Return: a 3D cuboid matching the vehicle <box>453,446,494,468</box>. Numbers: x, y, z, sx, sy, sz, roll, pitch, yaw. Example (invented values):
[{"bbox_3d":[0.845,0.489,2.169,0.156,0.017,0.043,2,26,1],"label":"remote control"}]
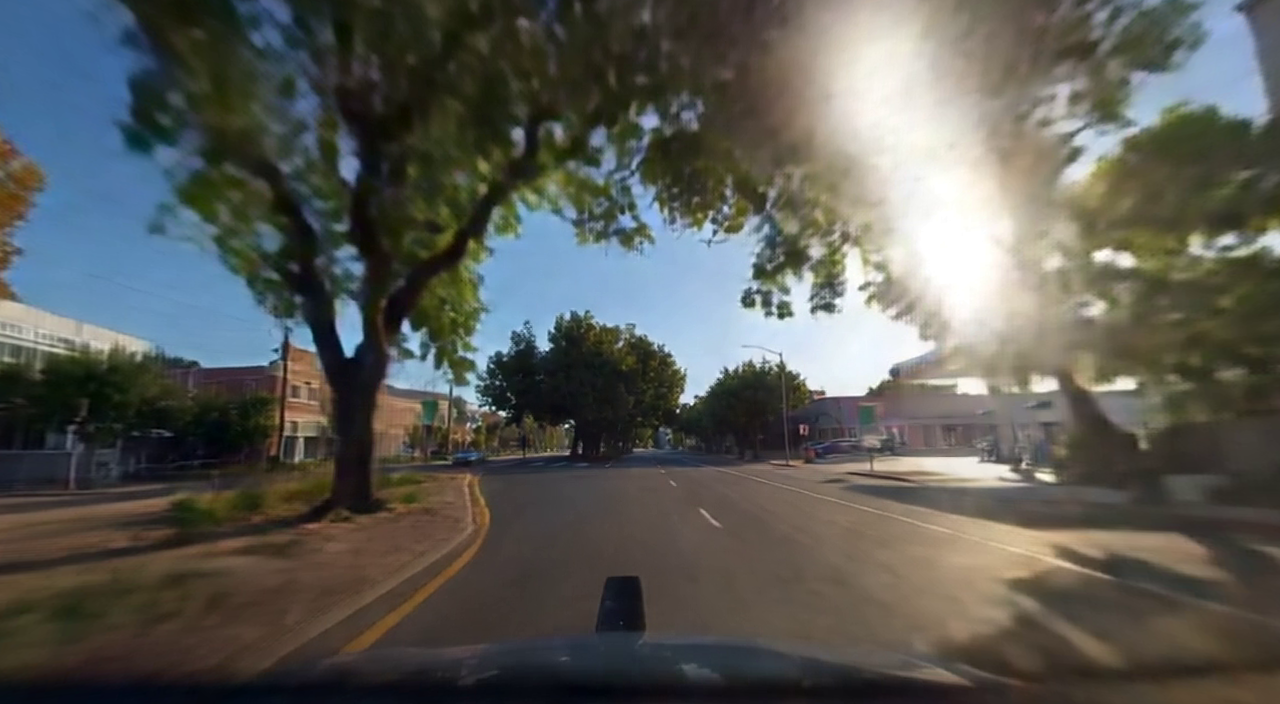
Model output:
[{"bbox_3d":[-11.910,7.520,45.498,1.725,1.507,4.251,0,-9,1],"label":"vehicle"}]
